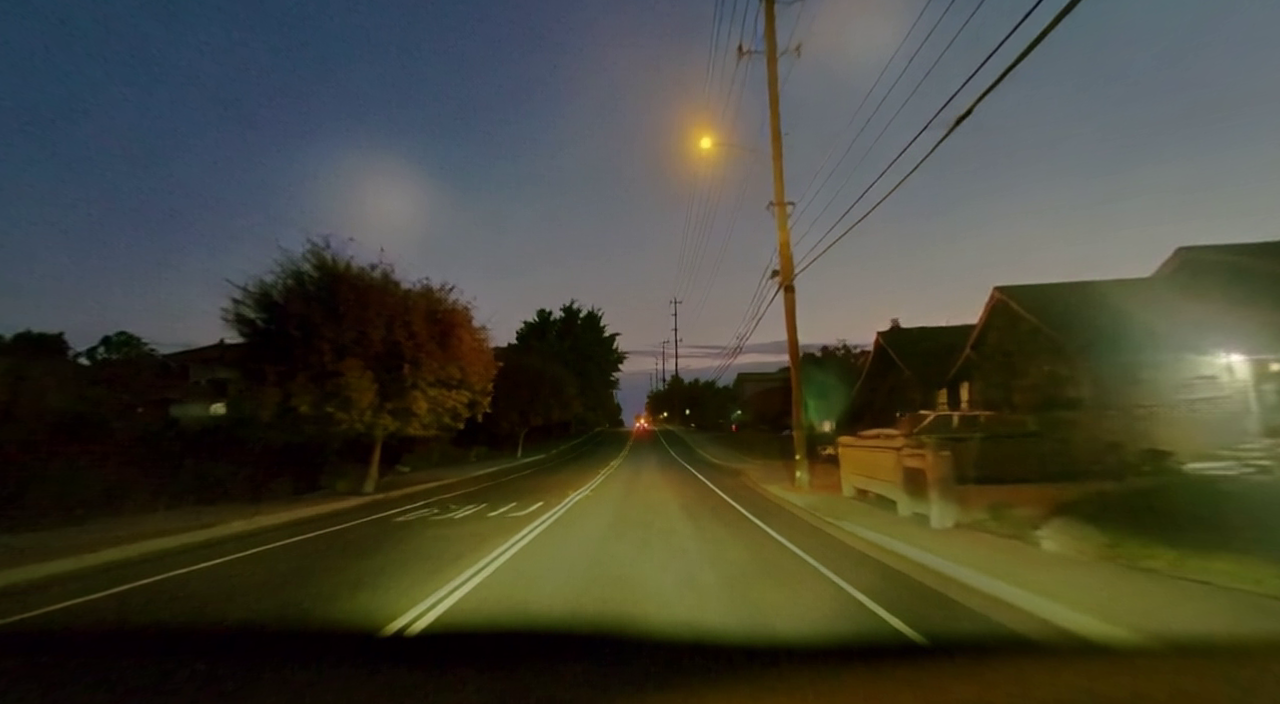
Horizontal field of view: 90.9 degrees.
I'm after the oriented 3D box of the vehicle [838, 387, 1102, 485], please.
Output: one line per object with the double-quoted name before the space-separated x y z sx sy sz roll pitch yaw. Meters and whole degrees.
"vehicle" 9.249 2.420 18.158 6.133 2.254 2.383 -3 -8 -2
